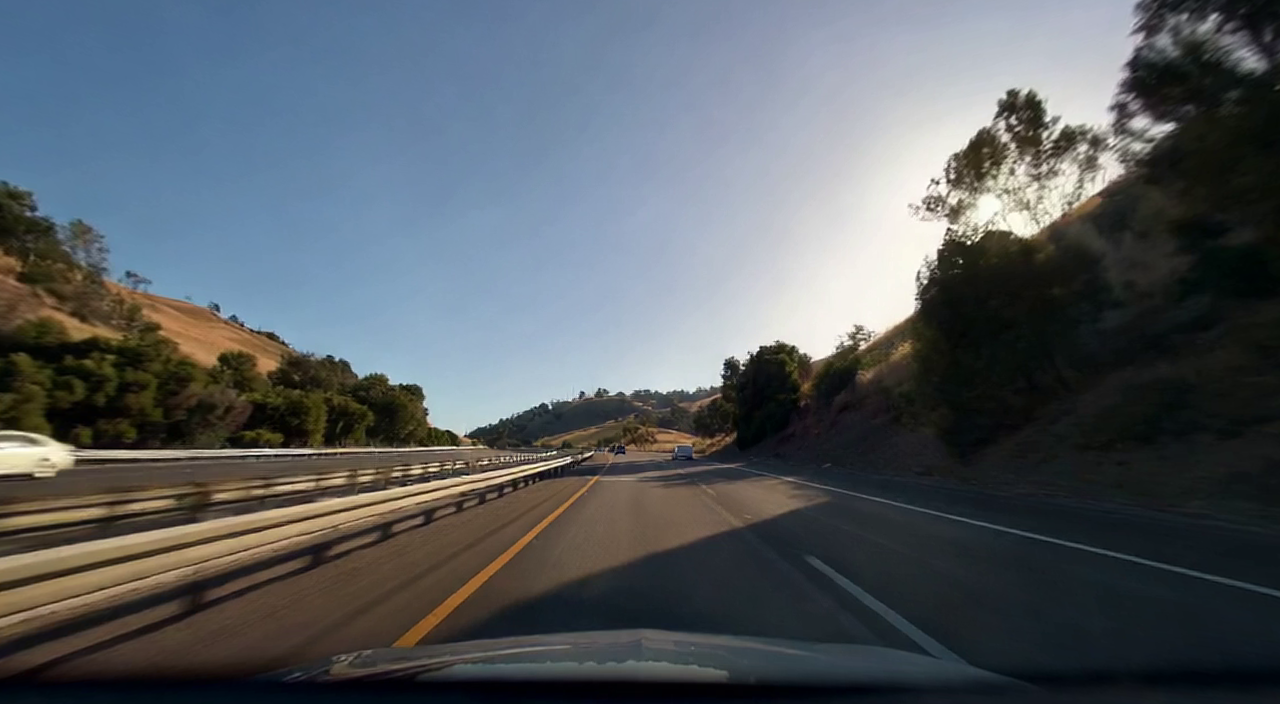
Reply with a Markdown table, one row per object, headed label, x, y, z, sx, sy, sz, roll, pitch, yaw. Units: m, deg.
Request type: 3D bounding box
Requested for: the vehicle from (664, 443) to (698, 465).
| label | x | y | z | sx | sy | sz | roll | pitch | yaw |
| --- | --- | --- | --- | --- | --- | --- | --- | --- | --- |
| vehicle | 2.998 | 7.570 | 47.143 | 1.960 | 1.516 | 4.657 | 0 | -8 | -3 |
